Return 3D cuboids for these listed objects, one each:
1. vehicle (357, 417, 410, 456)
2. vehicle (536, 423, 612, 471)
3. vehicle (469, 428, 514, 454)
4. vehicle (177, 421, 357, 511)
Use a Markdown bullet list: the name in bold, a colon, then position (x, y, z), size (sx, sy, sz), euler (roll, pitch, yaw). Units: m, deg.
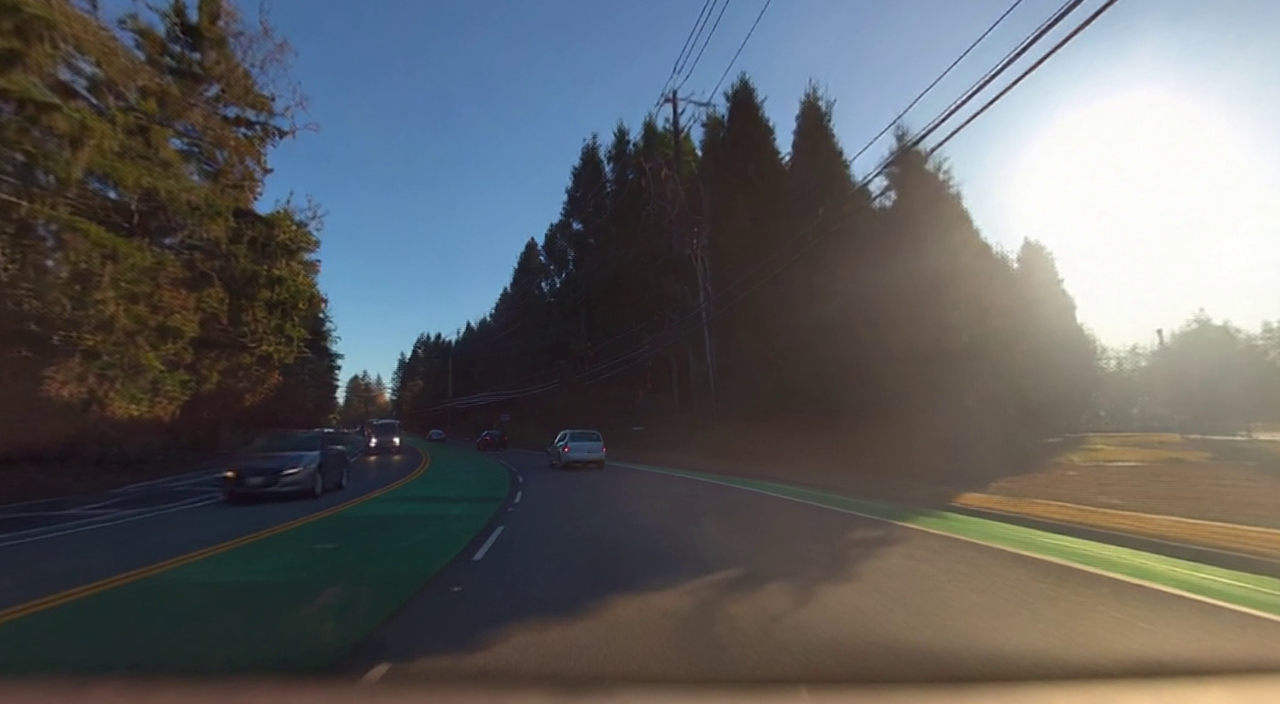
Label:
- **vehicle**: position (-14.789, 4.929, 36.683), size (2.524, 2.051, 5.963), euler (3, -9, -20)
- **vehicle**: position (-2.817, 3.907, 26.081), size (2.140, 1.767, 4.720), euler (3, -9, -18)
- **vehicle**: position (-10.501, 6.268, 44.341), size (2.075, 1.699, 4.520), euler (4, -9, -25)
- **vehicle**: position (-8.041, 2.474, 14.168), size (2.000, 1.683, 4.115), euler (1, -8, -9)
